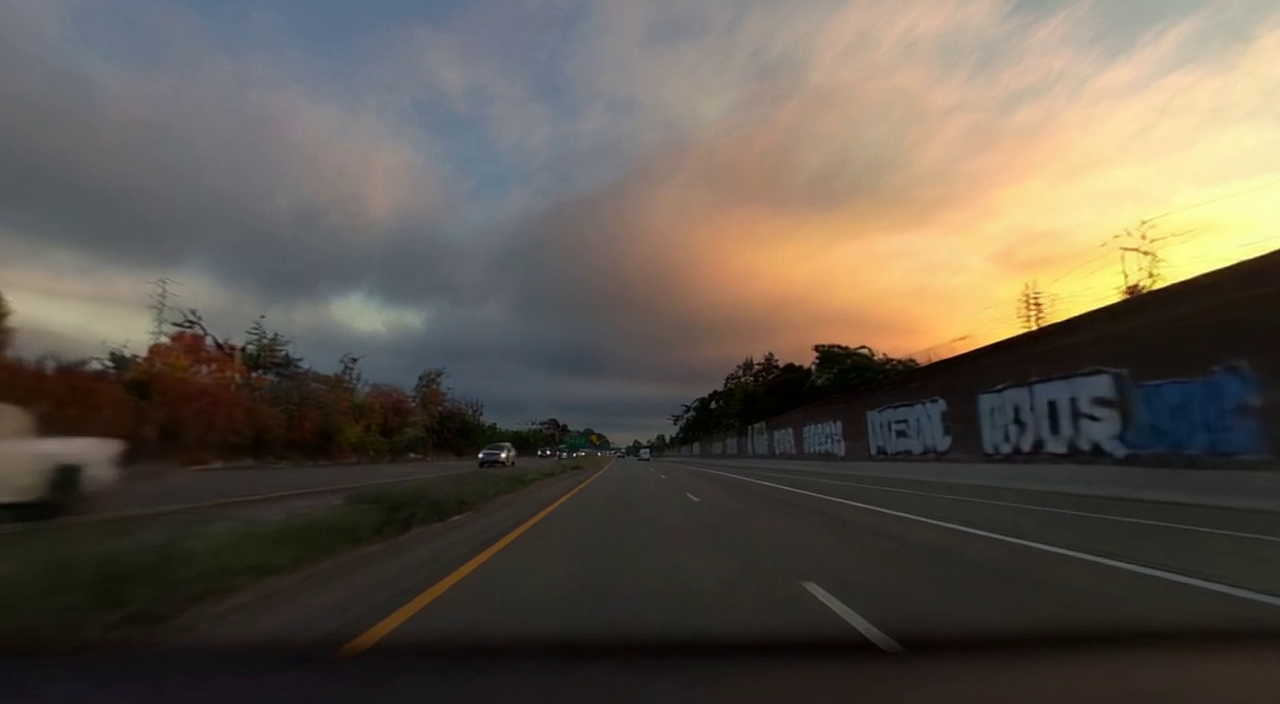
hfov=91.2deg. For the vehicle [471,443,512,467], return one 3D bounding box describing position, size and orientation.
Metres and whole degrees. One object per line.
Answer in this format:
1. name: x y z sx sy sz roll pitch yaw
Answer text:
1. vehicle: -9.995 6.979 42.519 1.834 1.482 3.947 0 -9 0
